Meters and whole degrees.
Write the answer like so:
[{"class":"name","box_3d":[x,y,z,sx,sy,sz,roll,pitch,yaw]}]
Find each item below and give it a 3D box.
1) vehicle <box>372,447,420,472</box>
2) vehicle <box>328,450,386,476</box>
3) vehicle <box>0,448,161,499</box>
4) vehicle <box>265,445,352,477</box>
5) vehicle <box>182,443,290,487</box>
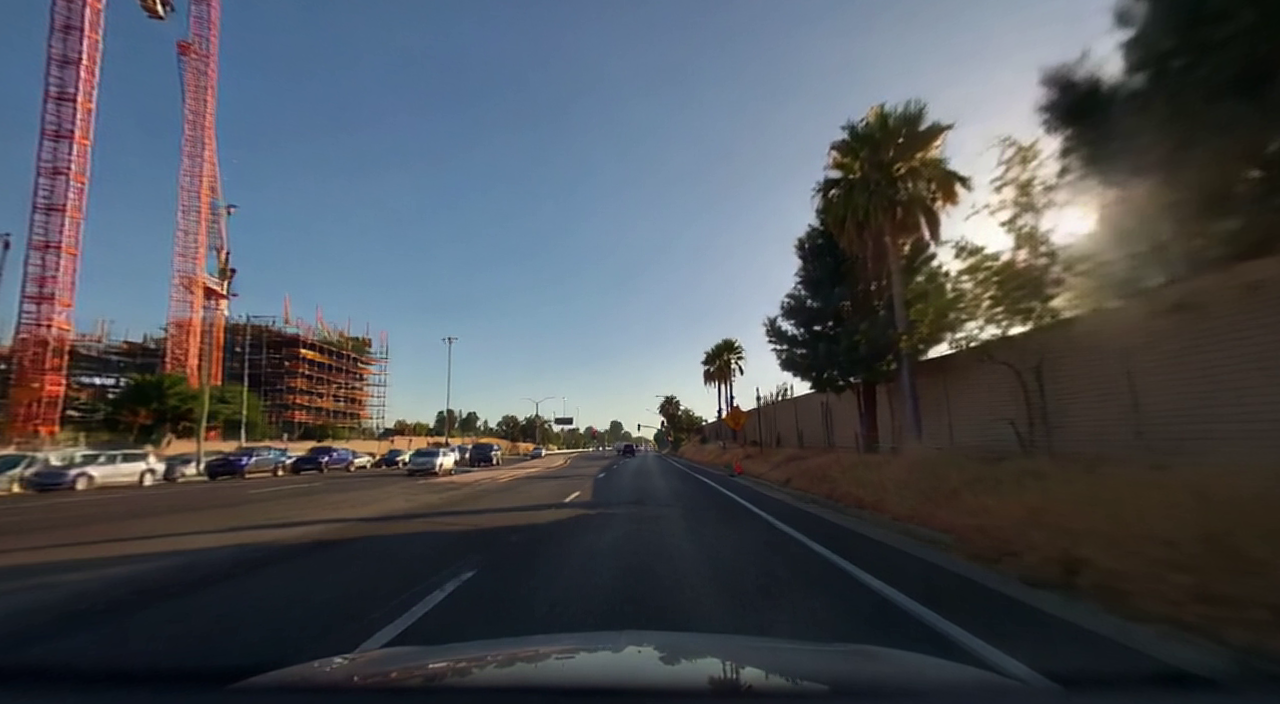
[{"class":"vehicle","box_3d":[-19.117,8.401,49.590,1.985,1.625,4.749,-2,-7,0]},{"class":"vehicle","box_3d":[-19.148,7.530,42.927,1.836,1.418,4.956,-2,-7,-2]},{"class":"vehicle","box_3d":[-21.340,4.496,23.826,2.050,1.686,4.593,-4,-9,25]},{"class":"vehicle","box_3d":[-19.426,6.389,37.247,2.378,1.783,4.912,0,-8,0]},{"class":"vehicle","box_3d":[-19.457,5.421,30.678,2.105,1.805,4.641,-3,-8,2]}]
